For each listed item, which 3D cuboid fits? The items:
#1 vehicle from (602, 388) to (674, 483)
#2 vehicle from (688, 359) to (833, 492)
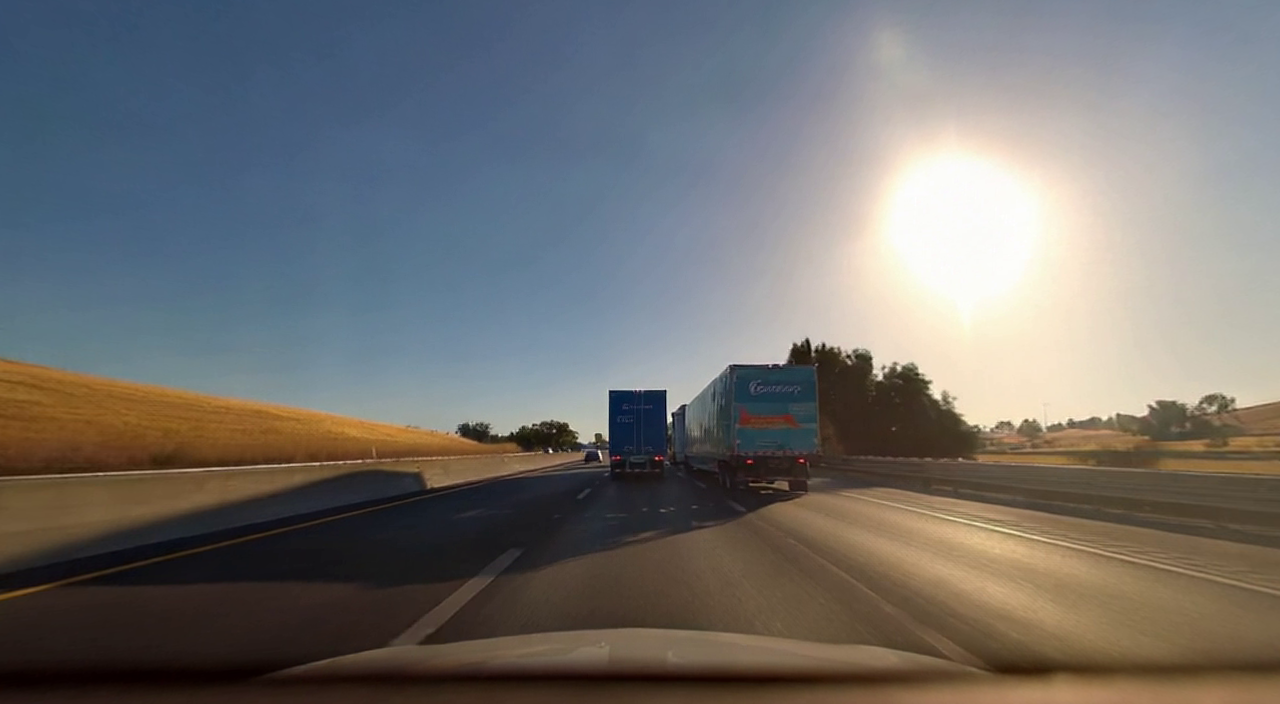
[{"bbox_3d":[-0.049,4.102,30.311,2.864,3.805,9.709,0,-9,0],"label":"vehicle"},{"bbox_3d":[4.290,3.372,26.877,3.044,4.128,14.482,0,-9,-1],"label":"vehicle"}]
